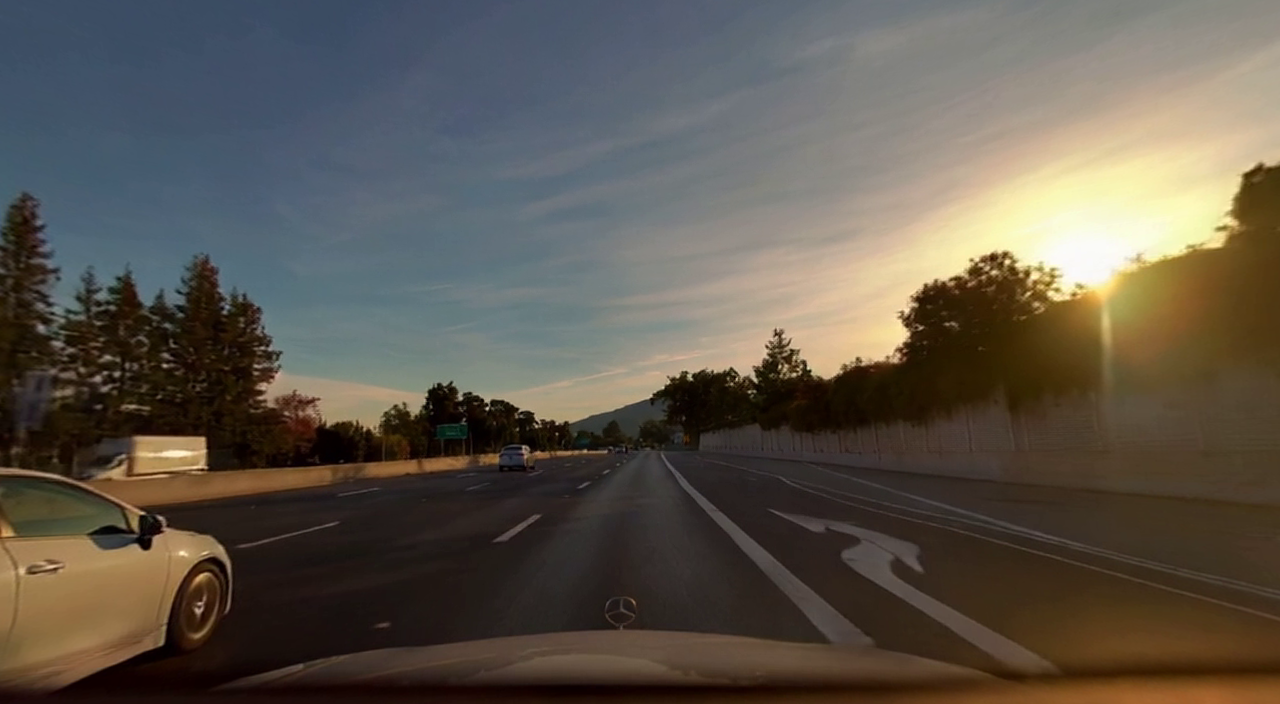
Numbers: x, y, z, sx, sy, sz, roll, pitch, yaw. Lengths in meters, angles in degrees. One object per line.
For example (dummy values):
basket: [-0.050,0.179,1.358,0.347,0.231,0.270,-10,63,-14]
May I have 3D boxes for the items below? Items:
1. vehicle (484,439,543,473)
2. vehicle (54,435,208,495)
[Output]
vehicle: [-6.788,5.632,34.540,2.115,1.711,4.722,0,-8,2]
vehicle: [-26.390,5.827,33.270,2.284,2.792,6.858,0,-8,1]
